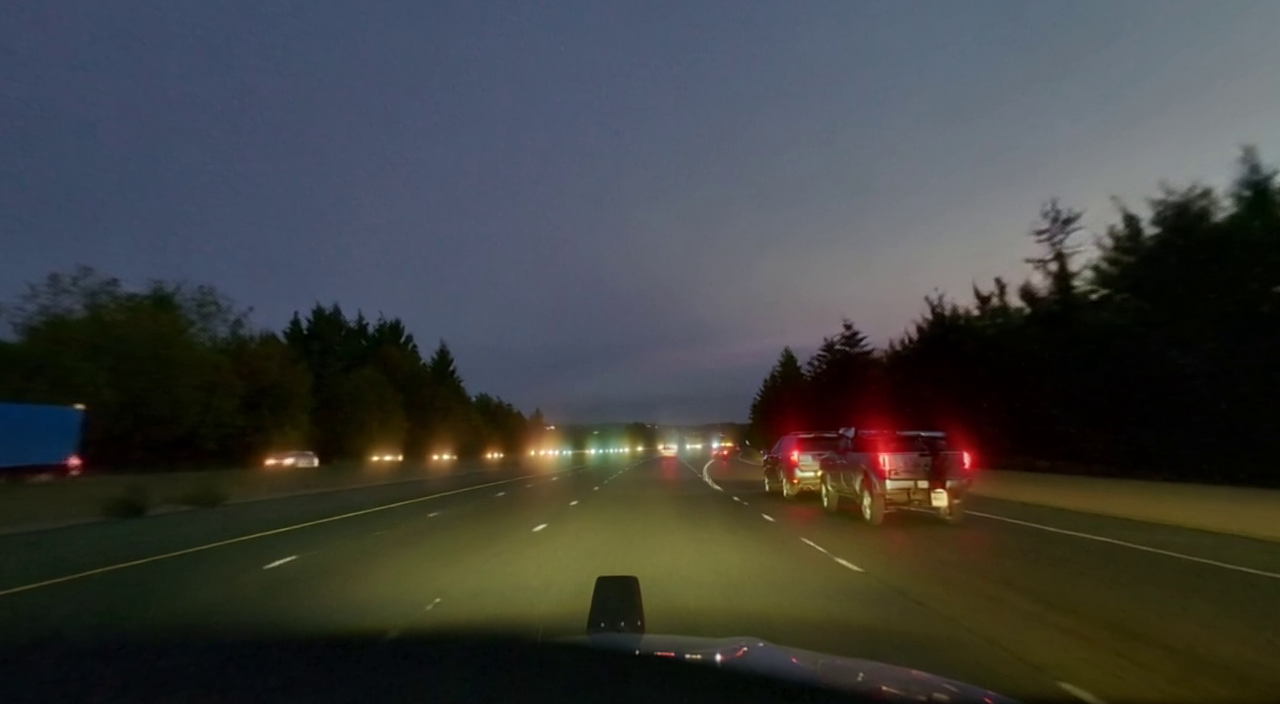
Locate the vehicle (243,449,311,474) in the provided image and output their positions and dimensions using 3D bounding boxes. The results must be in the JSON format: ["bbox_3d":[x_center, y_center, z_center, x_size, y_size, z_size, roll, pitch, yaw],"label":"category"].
[{"bbox_3d":[-25.047,7.560,43.670,1.955,1.626,4.310,0,-9,2],"label":"vehicle"}]
